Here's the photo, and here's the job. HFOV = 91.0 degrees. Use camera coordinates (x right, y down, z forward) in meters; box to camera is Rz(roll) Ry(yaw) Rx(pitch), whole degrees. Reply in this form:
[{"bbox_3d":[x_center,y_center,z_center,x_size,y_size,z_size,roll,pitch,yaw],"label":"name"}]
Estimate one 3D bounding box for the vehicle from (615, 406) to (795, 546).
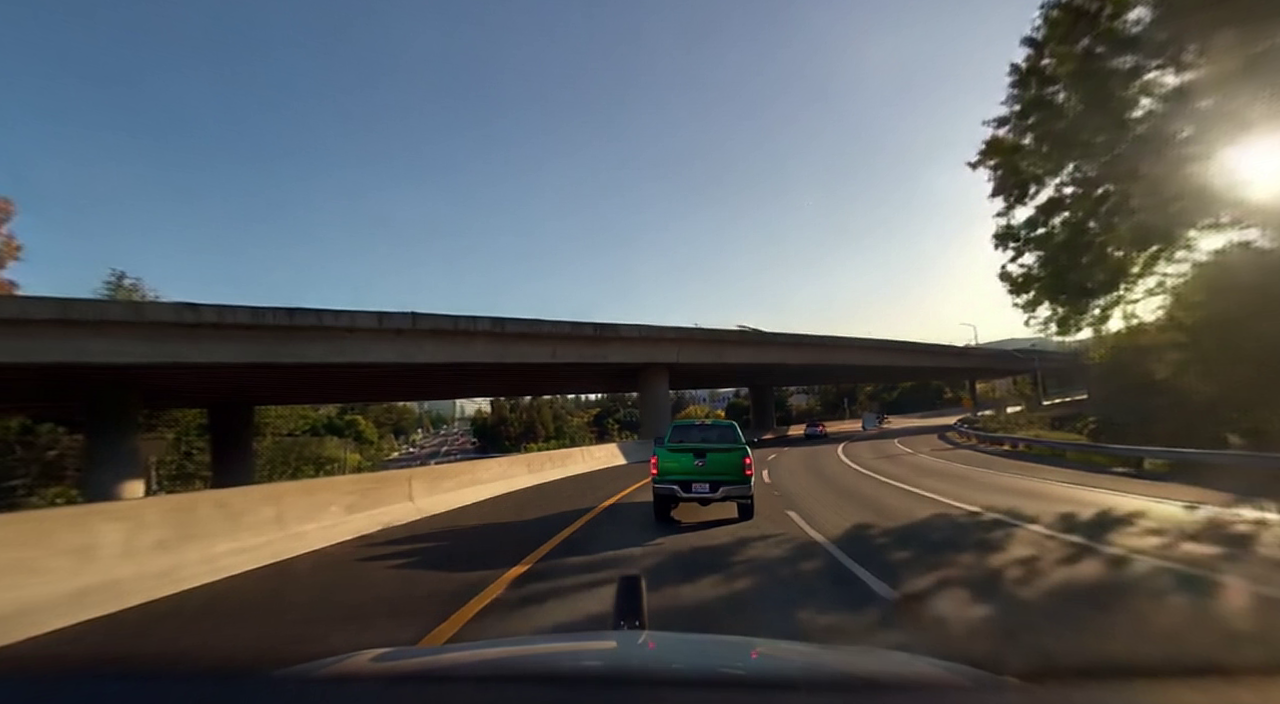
[{"bbox_3d":[1.003,1.879,10.163,2.235,1.716,4.435,-1,-9,5],"label":"vehicle"}]
